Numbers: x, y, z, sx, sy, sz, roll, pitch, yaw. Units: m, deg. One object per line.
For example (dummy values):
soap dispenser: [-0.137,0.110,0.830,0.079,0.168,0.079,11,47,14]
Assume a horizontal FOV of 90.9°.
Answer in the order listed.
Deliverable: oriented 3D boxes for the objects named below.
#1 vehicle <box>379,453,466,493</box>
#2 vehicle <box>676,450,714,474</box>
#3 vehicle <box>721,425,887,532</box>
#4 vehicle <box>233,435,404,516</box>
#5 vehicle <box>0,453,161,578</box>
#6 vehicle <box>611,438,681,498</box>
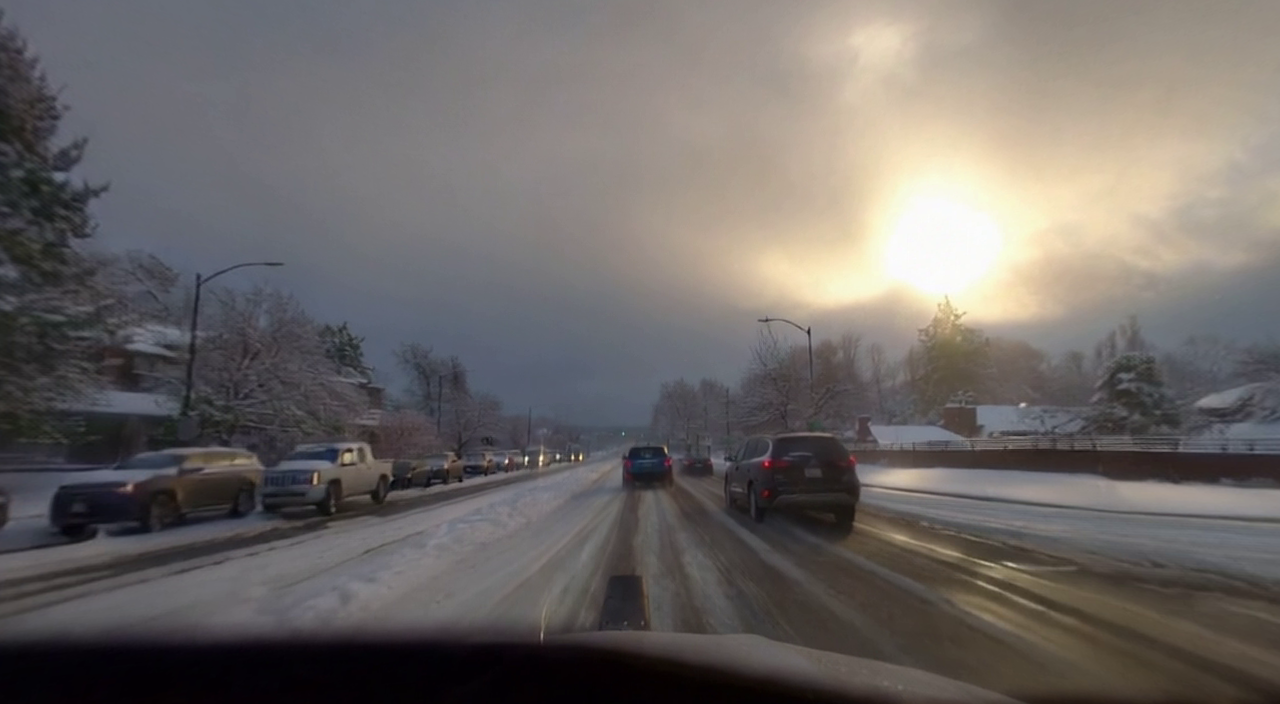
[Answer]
vehicle: [-8.779,4.913,25.890,1.923,1.433,4.450,-1,-9,1]
vehicle: [3.638,7.380,42.616,2.096,1.489,4.757,0,-9,0]
vehicle: [3.083,2.507,13.025,2.166,1.799,4.372,0,-9,-1]
vehicle: [-8.734,3.377,17.799,2.182,1.939,4.889,0,-9,1]
vehicle: [-8.492,1.930,7.383,2.083,1.420,4.702,0,-9,0]
vehicle: [0.184,3.977,21.990,2.185,1.822,4.391,0,-9,0]
